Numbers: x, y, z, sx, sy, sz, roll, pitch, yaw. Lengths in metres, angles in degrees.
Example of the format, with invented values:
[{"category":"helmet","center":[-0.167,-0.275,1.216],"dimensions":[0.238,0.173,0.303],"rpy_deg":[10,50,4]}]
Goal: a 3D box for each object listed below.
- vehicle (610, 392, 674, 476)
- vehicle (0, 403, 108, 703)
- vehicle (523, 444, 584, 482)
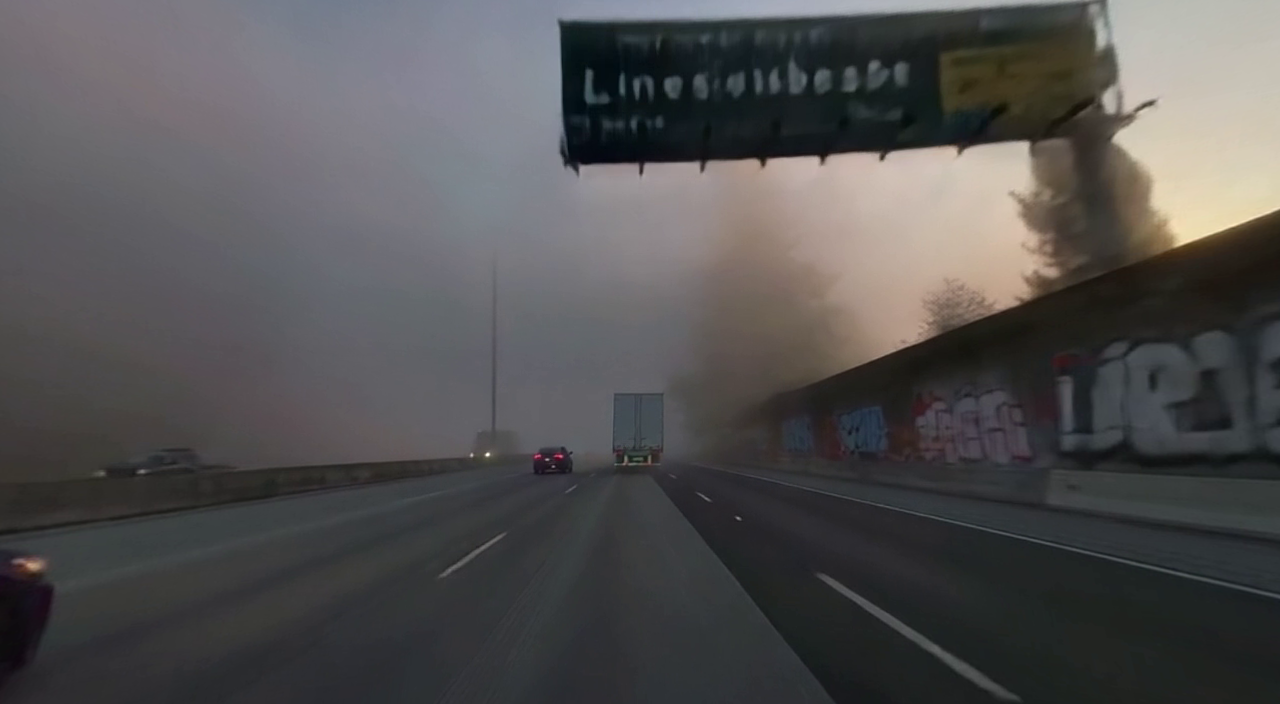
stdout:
[{"category":"vehicle","center":[0.025,4.751,35.492],"dimensions":[3.042,4.023,10.832],"rpy_deg":[0,-9,-1]},{"category":"vehicle","center":[-3.817,0.751,1.242],"dimensions":[1.936,1.500,4.055],"rpy_deg":[0,-9,0]},{"category":"vehicle","center":[-3.736,4.888,27.806],"dimensions":[2.158,1.538,4.047],"rpy_deg":[0,-9,0]}]
